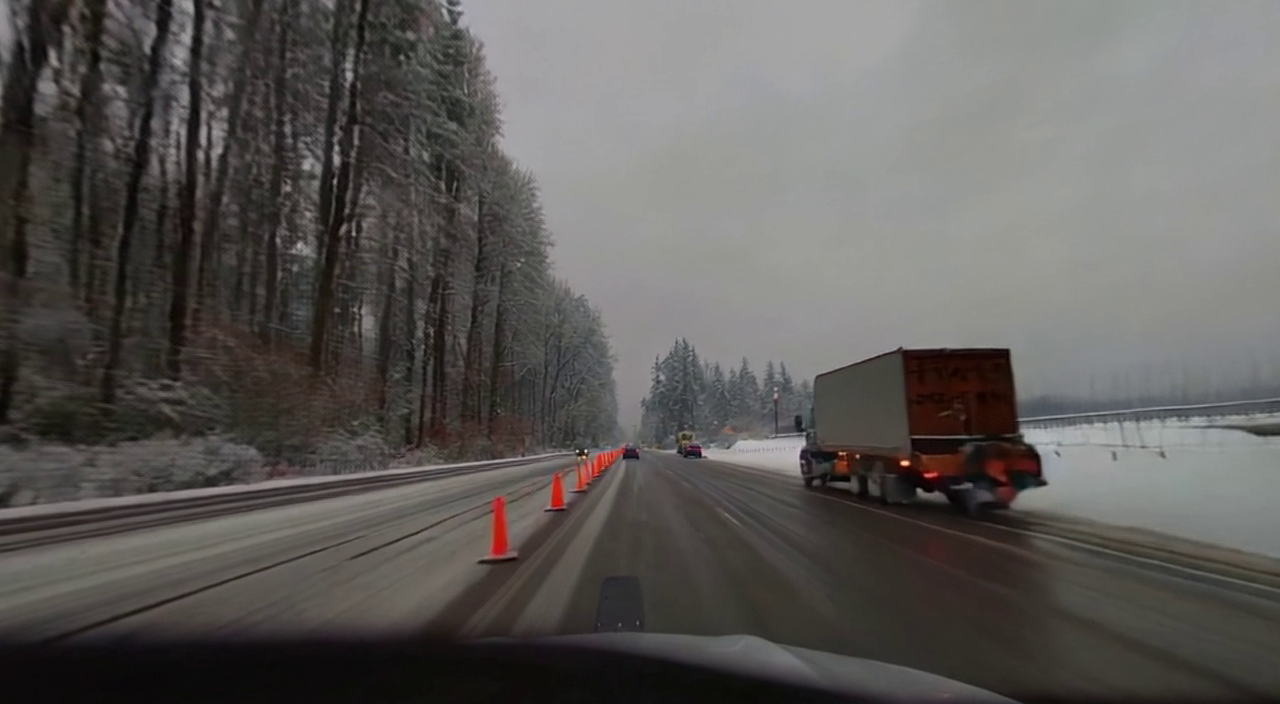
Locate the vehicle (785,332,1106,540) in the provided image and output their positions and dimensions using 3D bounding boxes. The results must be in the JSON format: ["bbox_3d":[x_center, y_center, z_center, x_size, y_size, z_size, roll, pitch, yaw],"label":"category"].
[{"bbox_3d":[6.272,2.157,15.997,2.664,3.418,11.107,0,-8,0],"label":"vehicle"}]
